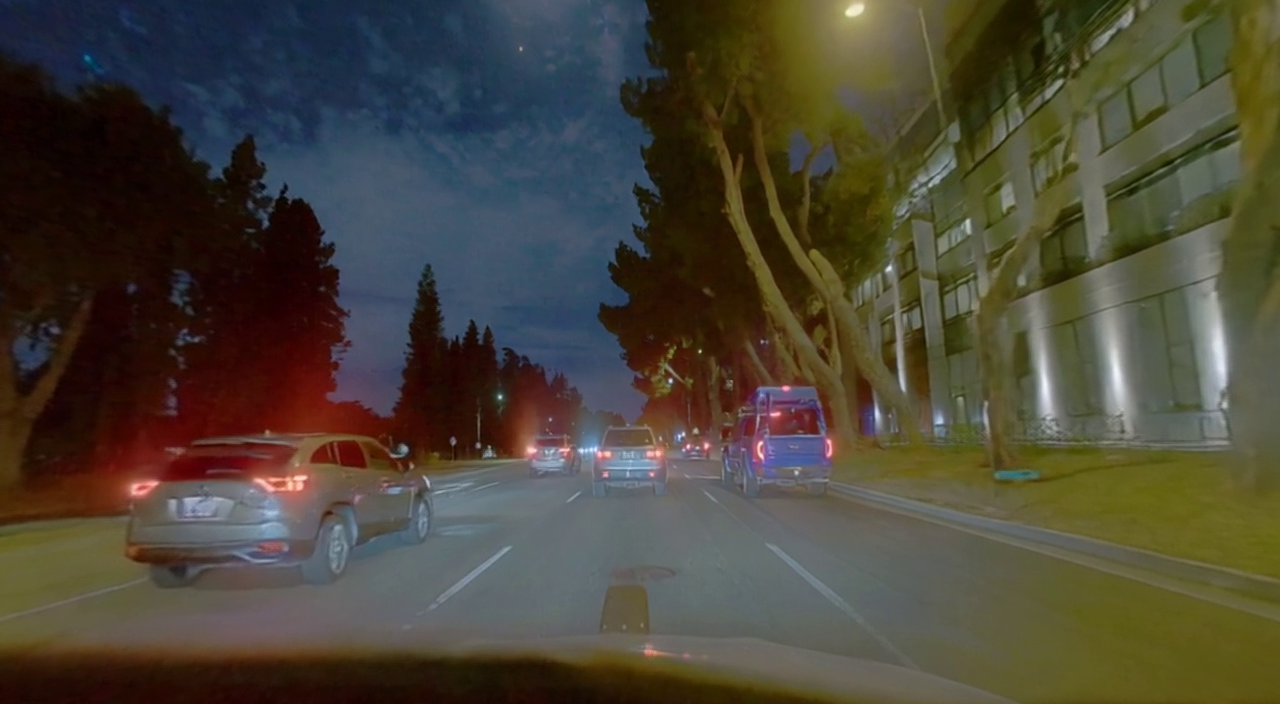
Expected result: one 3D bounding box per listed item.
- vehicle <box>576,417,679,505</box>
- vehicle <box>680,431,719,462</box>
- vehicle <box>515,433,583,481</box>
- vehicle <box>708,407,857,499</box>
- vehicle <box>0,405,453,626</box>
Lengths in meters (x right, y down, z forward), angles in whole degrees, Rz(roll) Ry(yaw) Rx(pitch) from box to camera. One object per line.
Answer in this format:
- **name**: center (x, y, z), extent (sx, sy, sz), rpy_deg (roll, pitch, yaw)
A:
- **vehicle**: center (-0.225, 2.515, 14.873), extent (2.075, 1.770, 4.018), rpy_deg (0, -9, 1)
- **vehicle**: center (4.002, 6.476, 43.210), extent (2.183, 1.948, 4.633), rpy_deg (0, -9, -1)
- **vehicle**: center (-3.302, 3.899, 23.588), extent (1.894, 1.642, 3.861), rpy_deg (0, -9, 1)
- **vehicle**: center (3.544, 2.731, 17.317), extent (2.655, 2.054, 6.098), rpy_deg (0, -9, 0)
- **vehicle**: center (-3.840, 1.560, 7.058), extent (1.959, 1.614, 4.676), rpy_deg (0, -9, 1)
